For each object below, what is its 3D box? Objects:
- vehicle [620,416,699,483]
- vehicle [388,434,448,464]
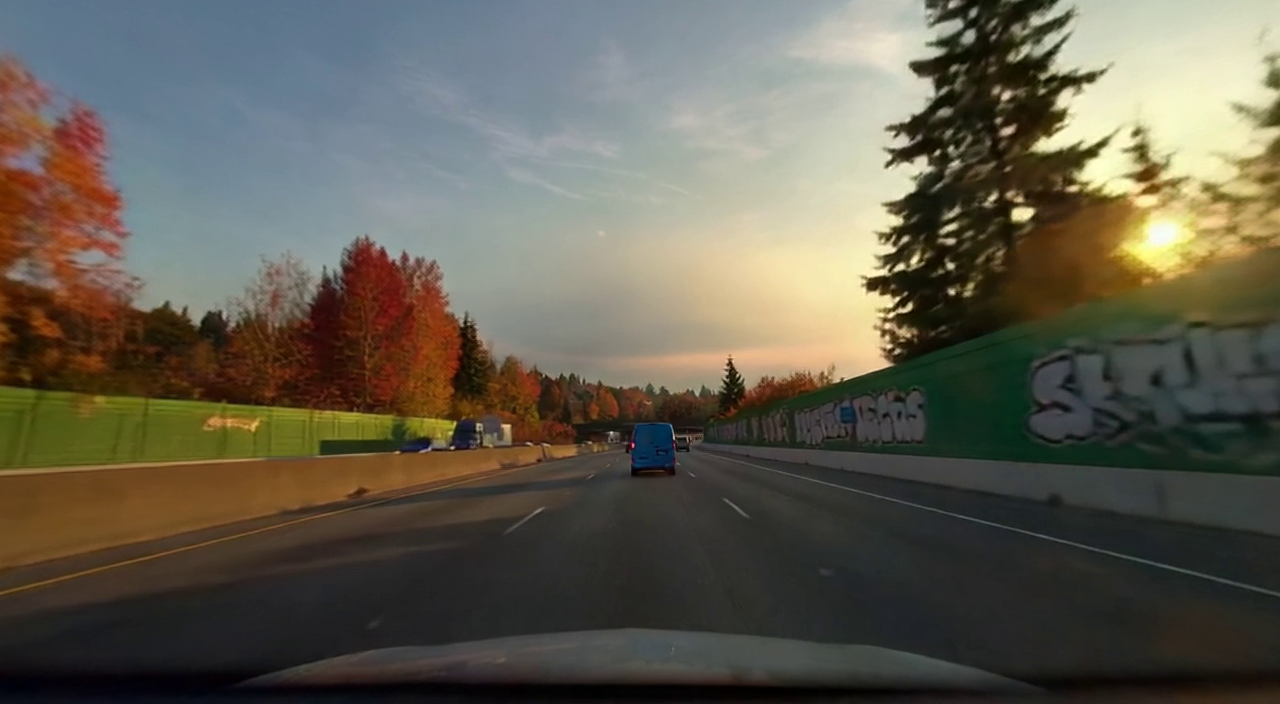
[{"bbox_3d":[0.585,3.176,20.657,2.283,1.956,4.421,0,-8,0],"label":"vehicle"},{"bbox_3d":[-15.140,6.622,43.136,2.108,1.923,4.958,0,-8,2],"label":"vehicle"}]
